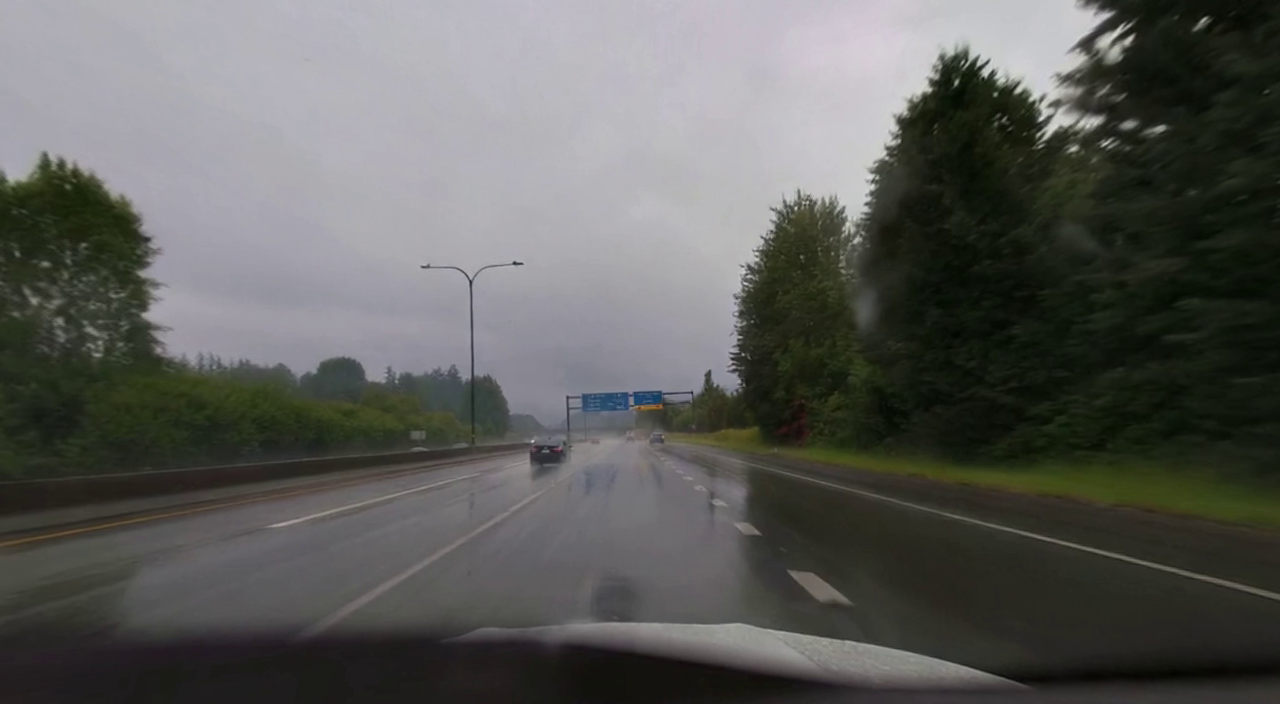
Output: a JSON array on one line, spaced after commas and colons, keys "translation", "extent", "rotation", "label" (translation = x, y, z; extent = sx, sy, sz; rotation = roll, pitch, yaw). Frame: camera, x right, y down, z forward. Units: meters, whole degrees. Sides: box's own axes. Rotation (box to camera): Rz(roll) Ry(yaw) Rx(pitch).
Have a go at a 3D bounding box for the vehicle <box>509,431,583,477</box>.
[{"translation": [-3.262, 3.605, 22.627], "extent": [2.000, 1.491, 3.913], "rotation": [0, -8, 1], "label": "vehicle"}]
